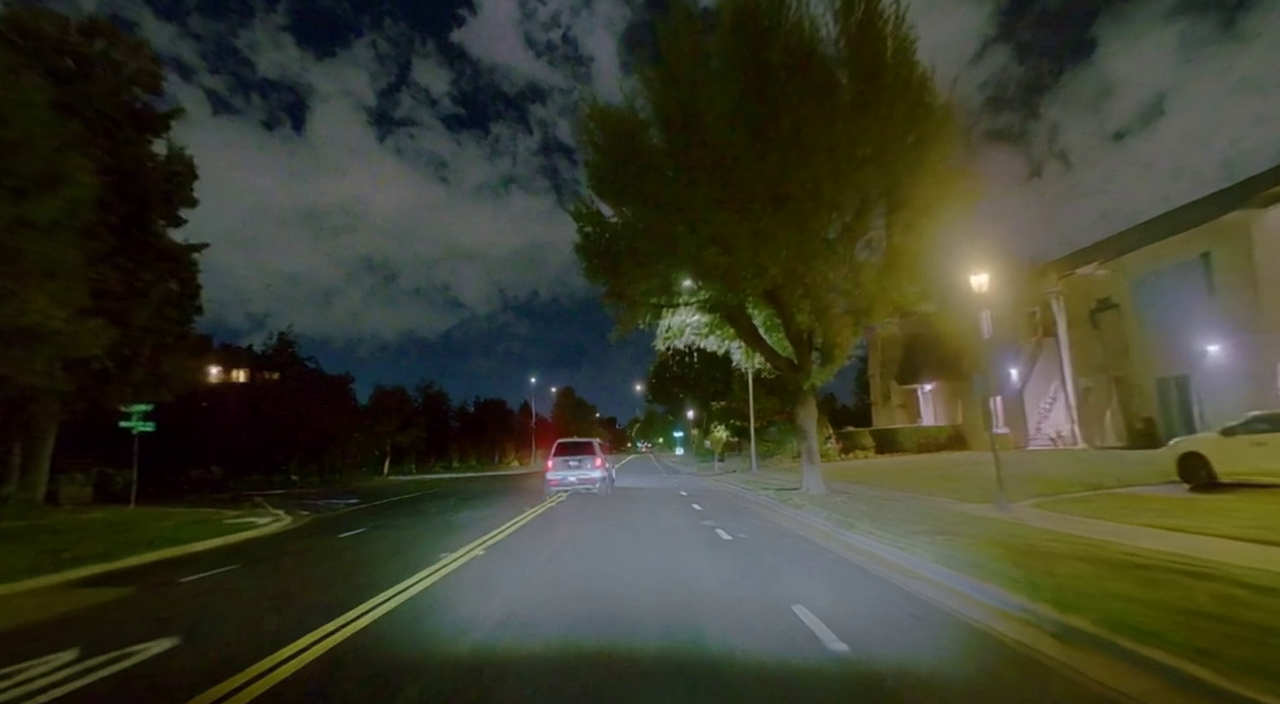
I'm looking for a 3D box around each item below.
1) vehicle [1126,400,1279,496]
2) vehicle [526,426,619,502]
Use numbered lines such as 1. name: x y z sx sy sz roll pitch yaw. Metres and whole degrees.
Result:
1. vehicle: 9.474 1.312 8.570 1.922 1.263 4.664 1 -8 -3
2. vehicle: -1.905 3.373 19.499 2.210 2.023 4.663 0 -8 2
